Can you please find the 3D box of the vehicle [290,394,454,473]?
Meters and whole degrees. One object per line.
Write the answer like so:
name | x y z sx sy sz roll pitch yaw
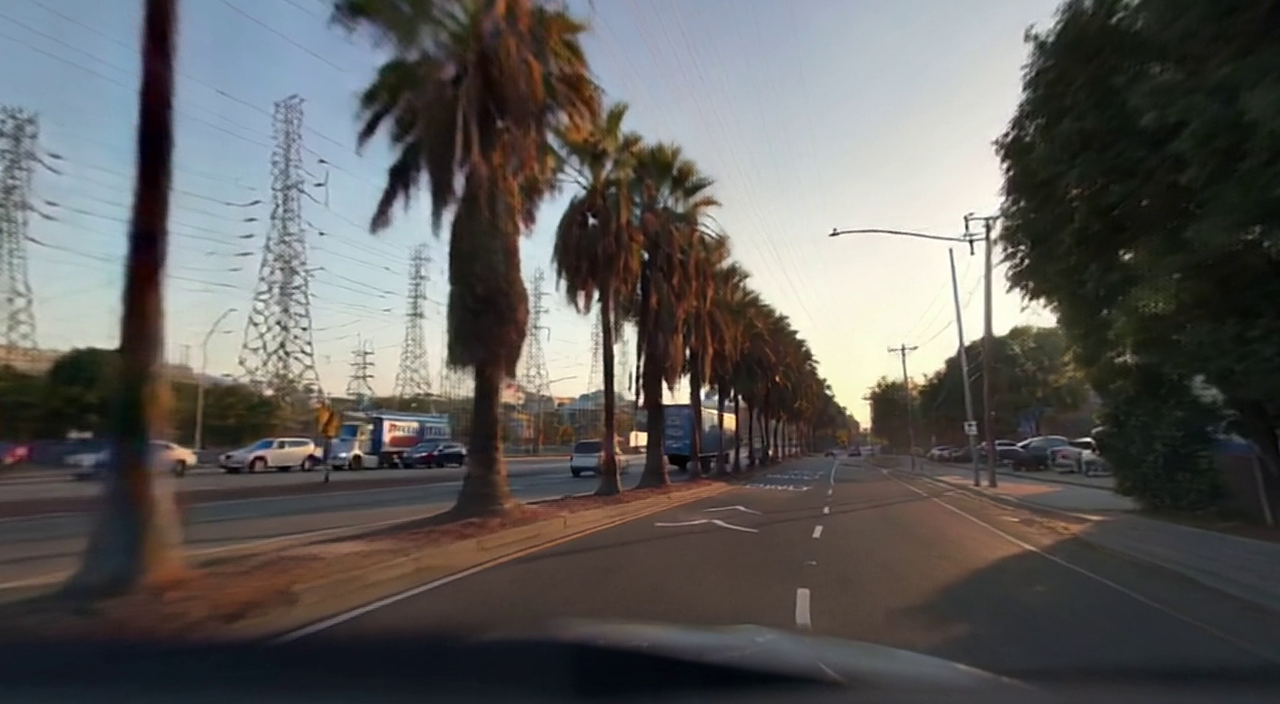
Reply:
vehicle | -16.207 5.447 39.720 2.907 3.760 11.193 -5 -14 15

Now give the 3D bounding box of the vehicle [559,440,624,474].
vehicle | -2.980 6.708 40.586 2.266 1.950 5.866 -3 -9 16

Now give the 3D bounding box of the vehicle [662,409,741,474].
vehicle | 4.599 6.281 44.096 2.903 3.933 11.567 -3 -9 18

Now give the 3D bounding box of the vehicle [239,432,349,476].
vehicle | -15.920 4.823 29.352 1.833 1.578 4.412 -11 -15 17

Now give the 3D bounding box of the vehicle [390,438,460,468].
vehicle | -12.964 6.110 38.353 1.751 1.639 4.434 -5 -10 16

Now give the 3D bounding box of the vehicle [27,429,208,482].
vehicle | -17.900 3.701 21.939 1.785 1.502 4.457 -6 -14 17
